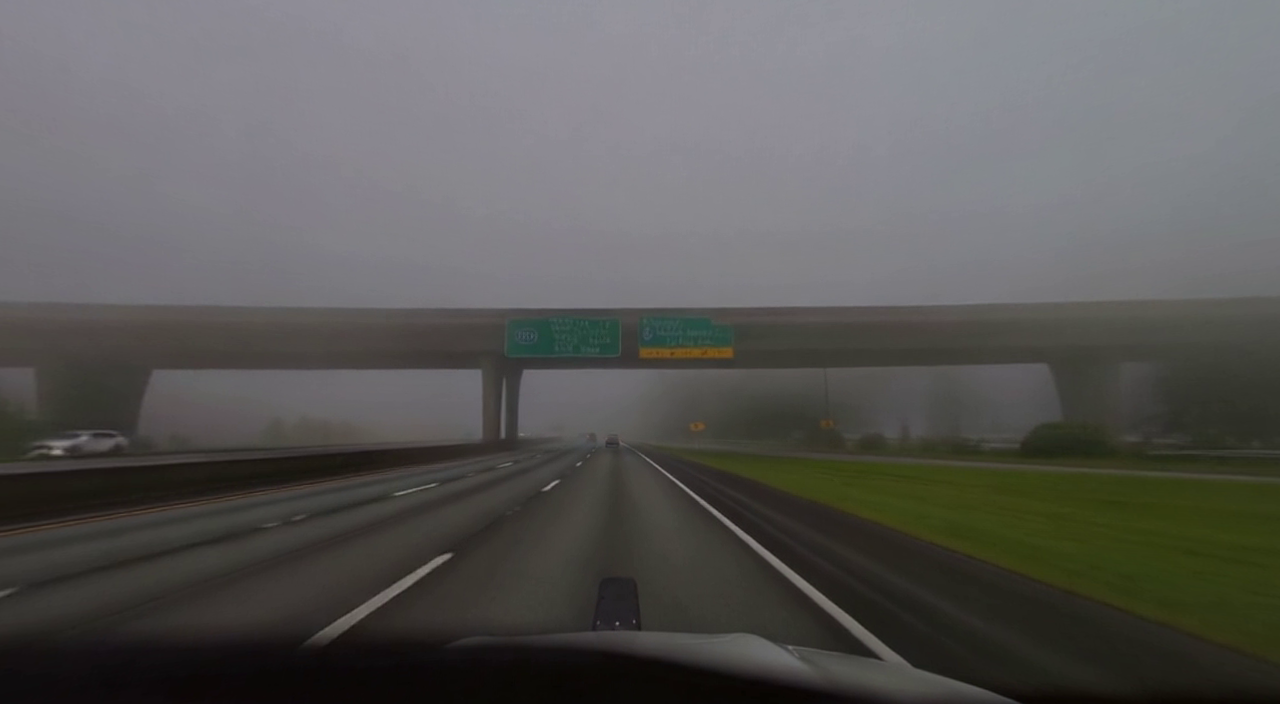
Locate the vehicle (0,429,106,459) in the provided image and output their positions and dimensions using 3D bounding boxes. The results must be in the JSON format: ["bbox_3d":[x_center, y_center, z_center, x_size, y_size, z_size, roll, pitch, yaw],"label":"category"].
[{"bbox_3d":[-30.988,4.857,33.303,1.793,1.458,4.137,0,-8,-2],"label":"vehicle"}]
